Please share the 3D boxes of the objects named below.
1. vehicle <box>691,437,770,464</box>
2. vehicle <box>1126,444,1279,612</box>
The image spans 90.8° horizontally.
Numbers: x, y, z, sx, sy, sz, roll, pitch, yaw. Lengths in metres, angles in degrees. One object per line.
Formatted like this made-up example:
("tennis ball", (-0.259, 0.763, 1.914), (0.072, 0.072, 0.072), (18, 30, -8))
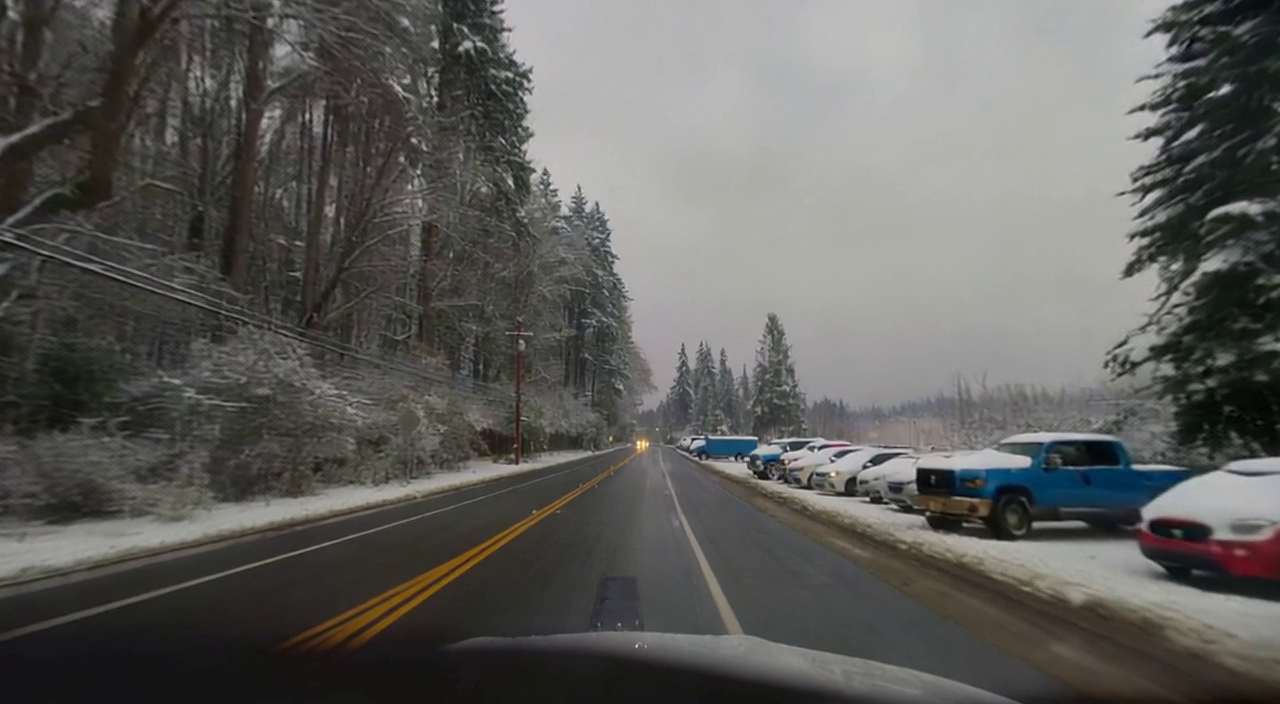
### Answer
("vehicle", (7.024, 7.775, 49.798), (5.797, 2.070, 2.502), (0, -8, 0))
("vehicle", (7.814, 1.749, 6.651), (3.793, 1.545, 1.887), (0, -8, -1))
